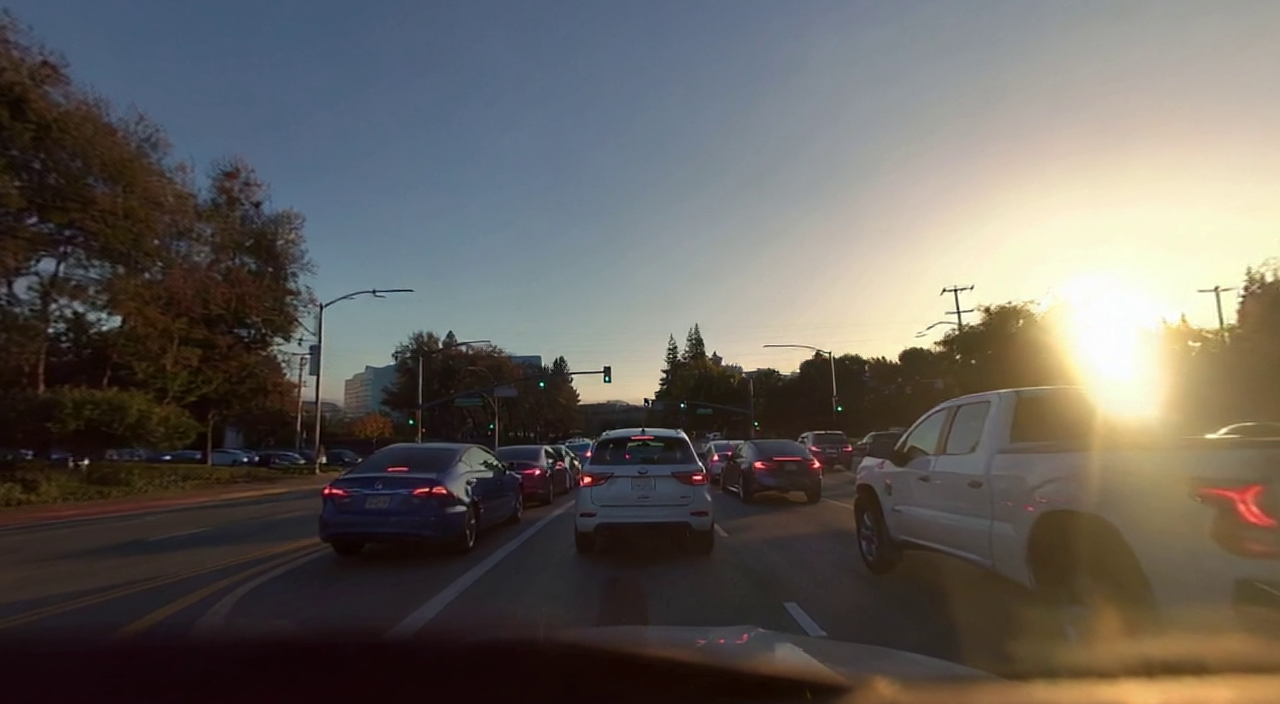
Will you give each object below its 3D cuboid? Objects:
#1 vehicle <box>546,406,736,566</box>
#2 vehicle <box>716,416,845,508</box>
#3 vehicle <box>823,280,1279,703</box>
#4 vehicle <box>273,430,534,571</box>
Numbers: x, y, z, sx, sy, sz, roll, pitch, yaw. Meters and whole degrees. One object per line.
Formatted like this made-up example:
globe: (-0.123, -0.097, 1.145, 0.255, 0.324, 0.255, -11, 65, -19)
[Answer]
vehicle: (0.059, 1.788, 9.073, 2.113, 1.768, 3.901, 0, -8, 1)
vehicle: (3.599, 2.964, 17.488, 2.408, 2.100, 5.668, 0, -9, 1)
vehicle: (3.383, 1.075, 4.701, 2.317, 1.857, 5.940, 0, -8, 1)
vehicle: (-2.916, 1.919, 8.980, 2.023, 1.494, 4.259, 0, -9, 0)
